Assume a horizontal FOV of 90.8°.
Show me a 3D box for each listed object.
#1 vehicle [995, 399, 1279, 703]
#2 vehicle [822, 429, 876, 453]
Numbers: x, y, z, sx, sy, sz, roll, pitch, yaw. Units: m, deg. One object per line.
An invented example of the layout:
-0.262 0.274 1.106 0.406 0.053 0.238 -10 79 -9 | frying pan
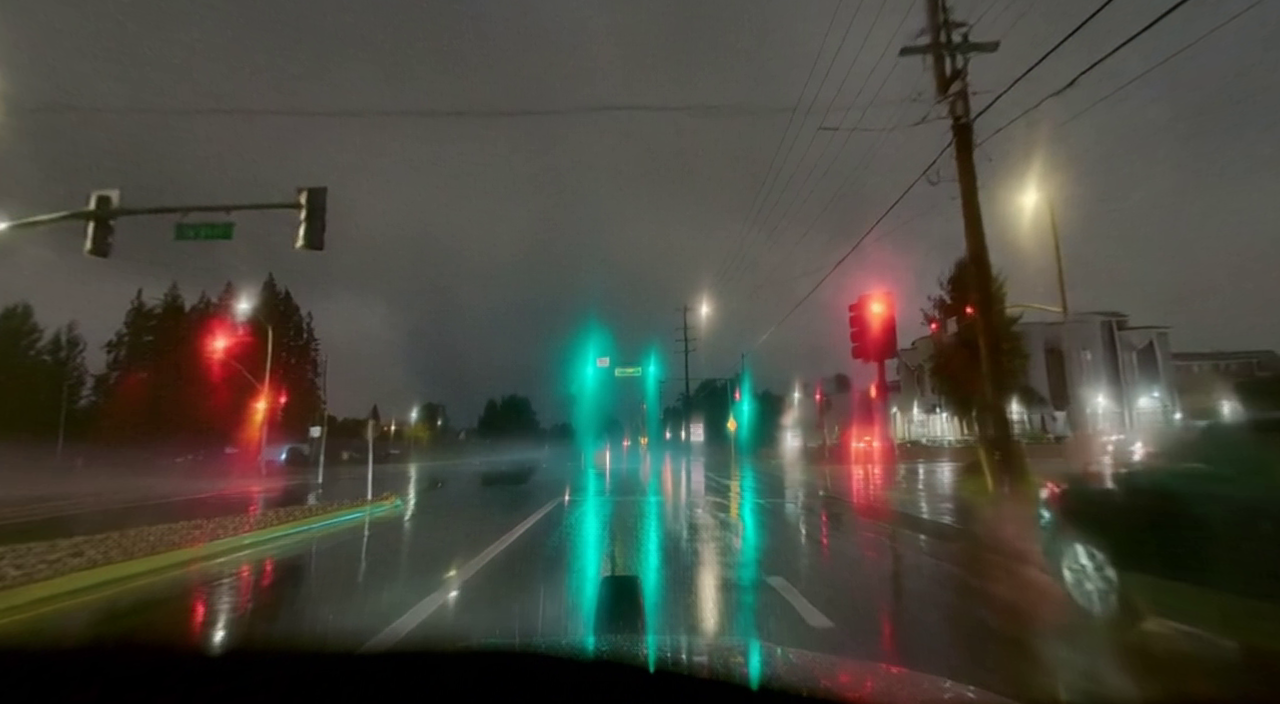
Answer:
3.994 0.979 3.005 1.961 1.497 4.415 0 -9 -1 | vehicle
14.934 6.413 45.463 1.959 1.471 4.570 -4 -8 -4 | vehicle
